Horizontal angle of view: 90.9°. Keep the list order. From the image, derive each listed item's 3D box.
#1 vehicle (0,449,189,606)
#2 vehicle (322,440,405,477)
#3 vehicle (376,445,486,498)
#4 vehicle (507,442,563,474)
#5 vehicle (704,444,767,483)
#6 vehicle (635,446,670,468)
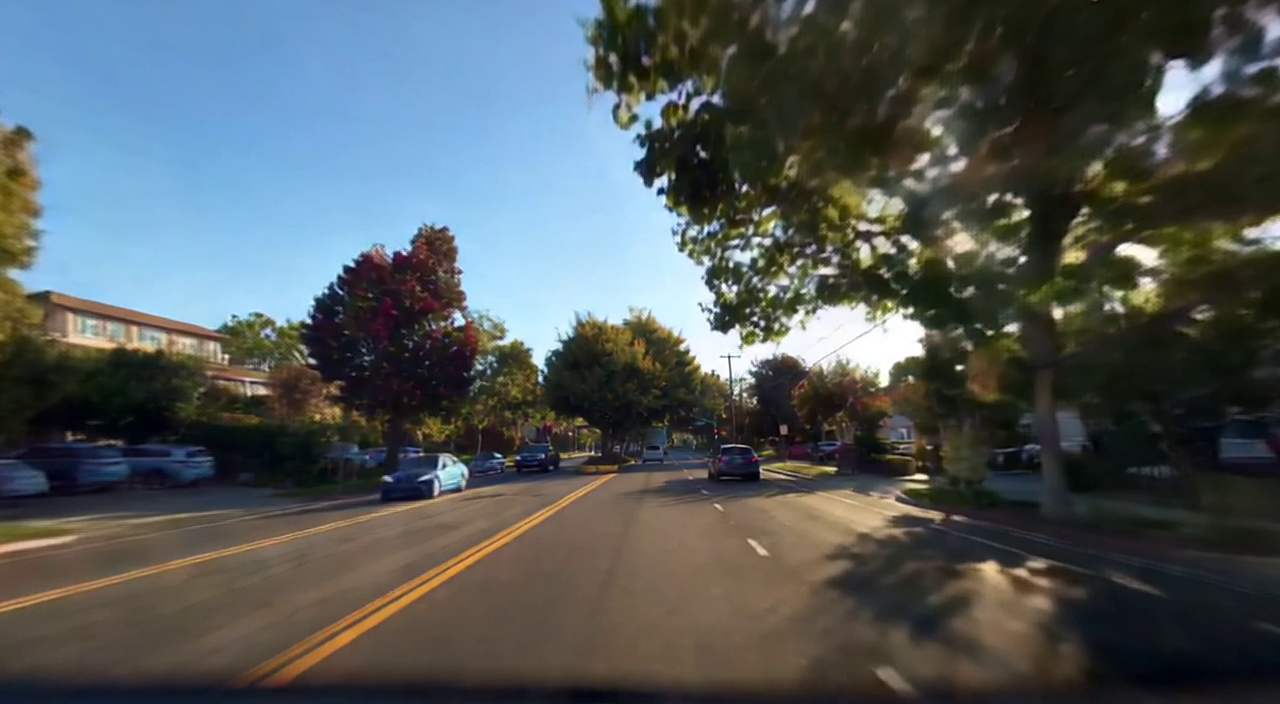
[{"bbox_3d":[-7.112,1.689,6.074,2.168,1.439,4.457,0,-8,1],"label":"vehicle"},{"bbox_3d":[-16.094,6.181,37.114,2.244,1.851,5.751,-2,-8,0],"label":"vehicle"},{"bbox_3d":[-6.848,3.941,21.258,1.997,1.566,4.637,0,-8,2],"label":"vehicle"},{"bbox_3d":[-6.307,6.444,38.529,2.303,1.789,5.423,-1,-8,2],"label":"vehicle"},{"bbox_3d":[3.889,4.618,26.456,1.951,1.479,4.487,0,-8,0],"label":"vehicle"},{"bbox_3d":[0.864,7.119,42.870,2.298,1.359,4.081,0,-8,1],"label":"vehicle"}]
